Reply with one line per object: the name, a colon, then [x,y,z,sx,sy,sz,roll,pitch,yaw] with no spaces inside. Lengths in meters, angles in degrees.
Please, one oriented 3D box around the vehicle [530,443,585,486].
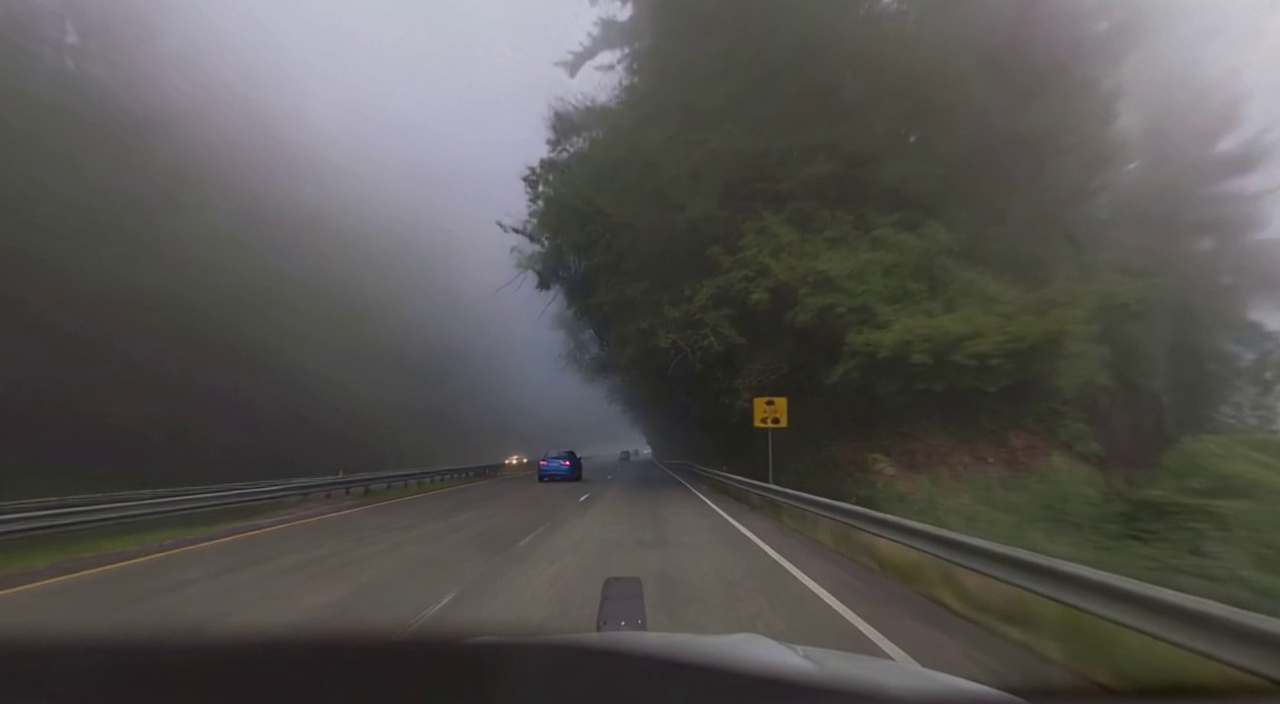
vehicle: [-3.178,4.403,24.912,1.675,1.537,3.574,0,-9,1]
